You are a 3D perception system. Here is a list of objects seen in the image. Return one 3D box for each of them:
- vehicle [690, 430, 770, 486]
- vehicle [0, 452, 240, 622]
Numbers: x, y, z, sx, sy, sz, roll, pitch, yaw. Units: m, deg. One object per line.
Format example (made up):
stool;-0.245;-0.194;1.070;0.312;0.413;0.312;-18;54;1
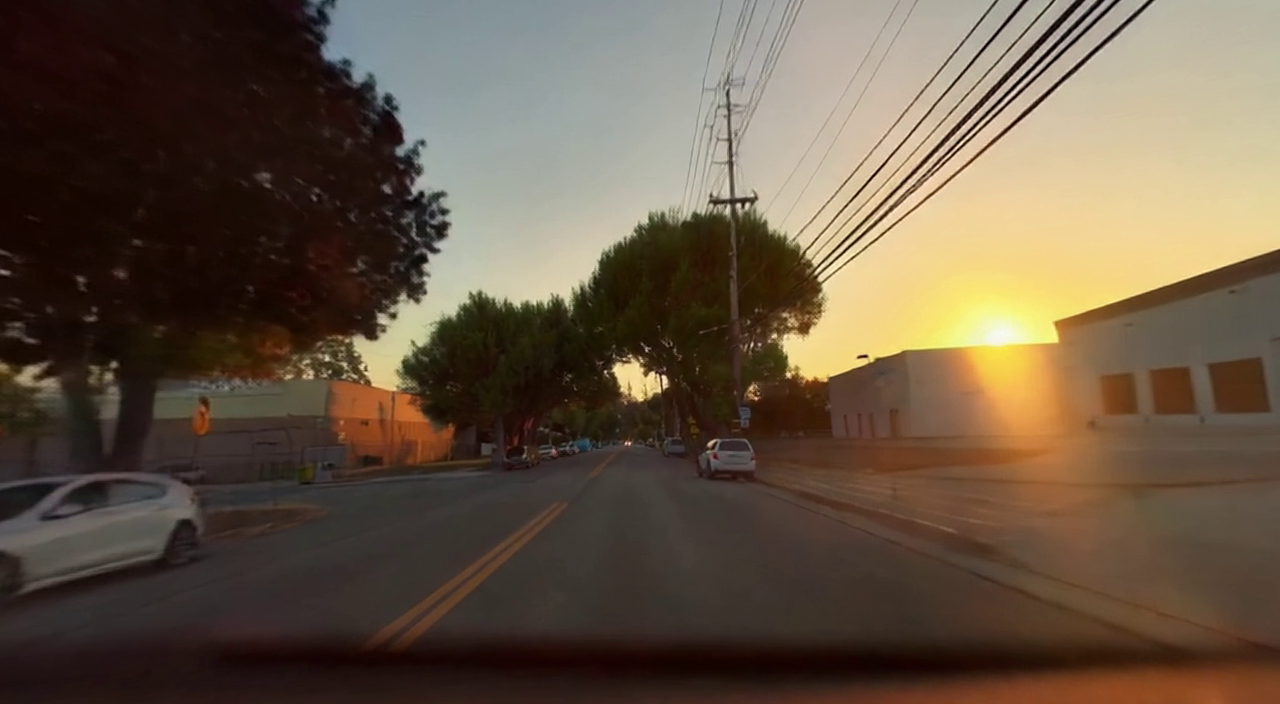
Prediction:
vehicle;3.159;3.868;23.367;2.138;1.820;5.218;0;-8;0
vehicle;-6.498;1.861;6.659;1.804;1.403;4.174;-3;-8;1
